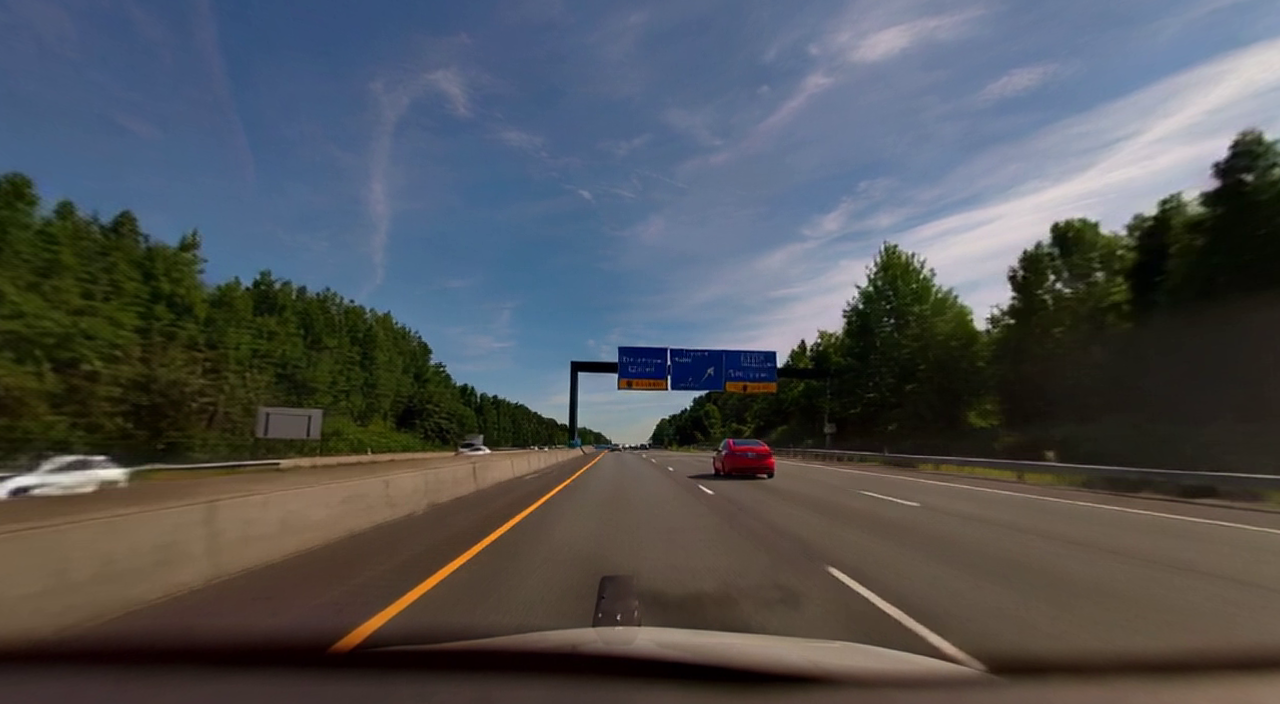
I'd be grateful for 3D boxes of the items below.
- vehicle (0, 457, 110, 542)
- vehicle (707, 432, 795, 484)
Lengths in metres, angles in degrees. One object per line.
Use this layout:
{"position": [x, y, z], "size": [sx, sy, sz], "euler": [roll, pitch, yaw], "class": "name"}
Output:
{"position": [-12.865, 2.811, 11.904], "size": [1.951, 1.474, 4.413], "euler": [0, -8, -2], "class": "vehicle"}
{"position": [3.494, 3.429, 20.744], "size": [1.958, 1.526, 4.227], "euler": [0, -8, -2], "class": "vehicle"}
